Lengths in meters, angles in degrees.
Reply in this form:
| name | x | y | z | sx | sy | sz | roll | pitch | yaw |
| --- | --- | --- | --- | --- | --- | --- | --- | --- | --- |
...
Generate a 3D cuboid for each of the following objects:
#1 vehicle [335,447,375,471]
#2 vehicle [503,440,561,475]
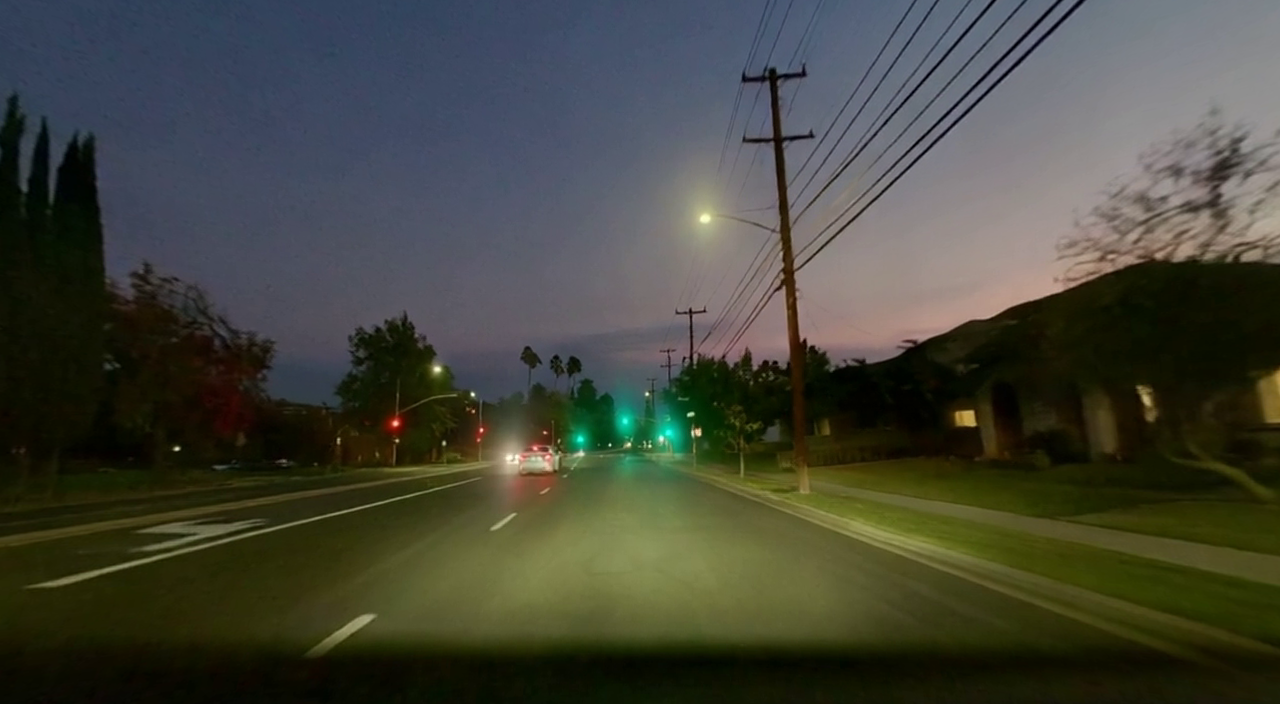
| name | x | y | z | sx | sy | sz | roll | pitch | yaw |
| --- | --- | --- | --- | --- | --- | --- | --- | --- | --- |
| vehicle | -21.673 | 8.050 | 47.893 | 2.223 | 1.673 | 4.608 | 5 | -10 | -30 |
| vehicle | -4.898 | 4.844 | 29.326 | 2.041 | 1.471 | 4.602 | 0 | -8 | -2 |
